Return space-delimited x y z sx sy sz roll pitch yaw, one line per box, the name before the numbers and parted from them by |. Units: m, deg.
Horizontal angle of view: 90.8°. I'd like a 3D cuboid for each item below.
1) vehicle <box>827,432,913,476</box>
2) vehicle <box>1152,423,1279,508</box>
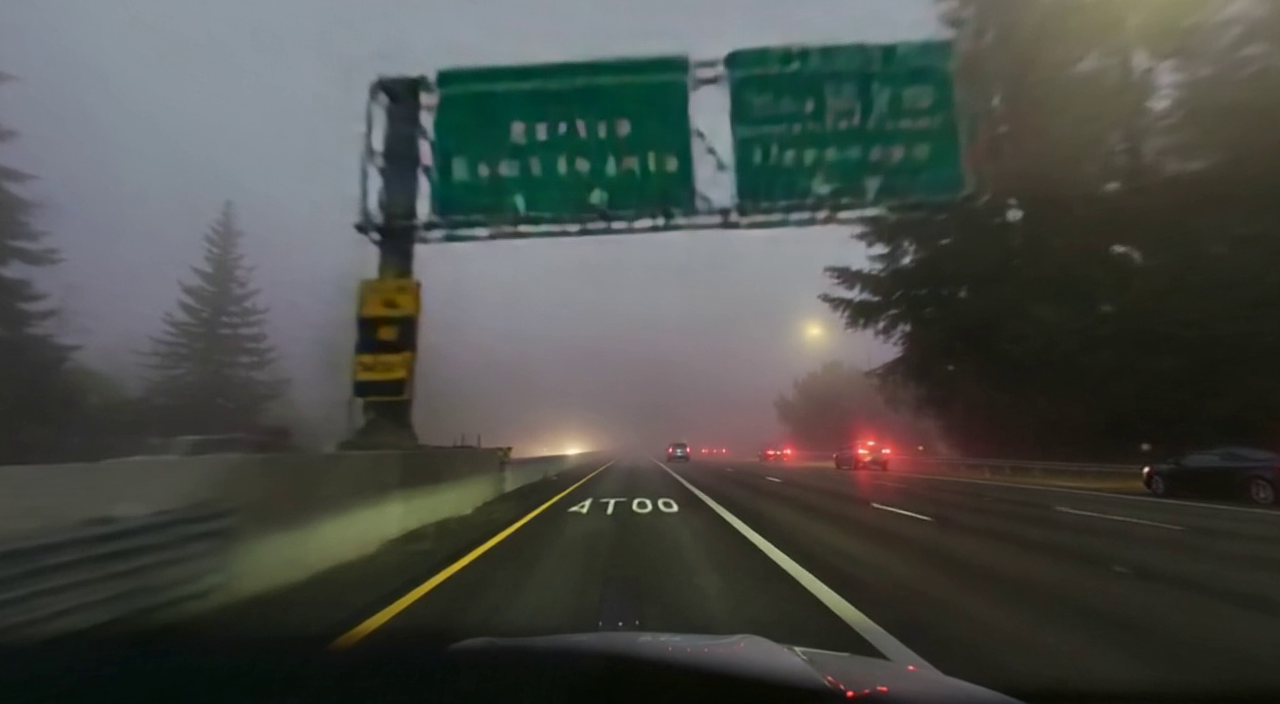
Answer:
vehicle | 10.265 4.581 28.605 2.098 1.820 4.505 0 -9 -1
vehicle | 14.110 2.466 13.875 1.957 1.709 4.387 0 -9 -1
